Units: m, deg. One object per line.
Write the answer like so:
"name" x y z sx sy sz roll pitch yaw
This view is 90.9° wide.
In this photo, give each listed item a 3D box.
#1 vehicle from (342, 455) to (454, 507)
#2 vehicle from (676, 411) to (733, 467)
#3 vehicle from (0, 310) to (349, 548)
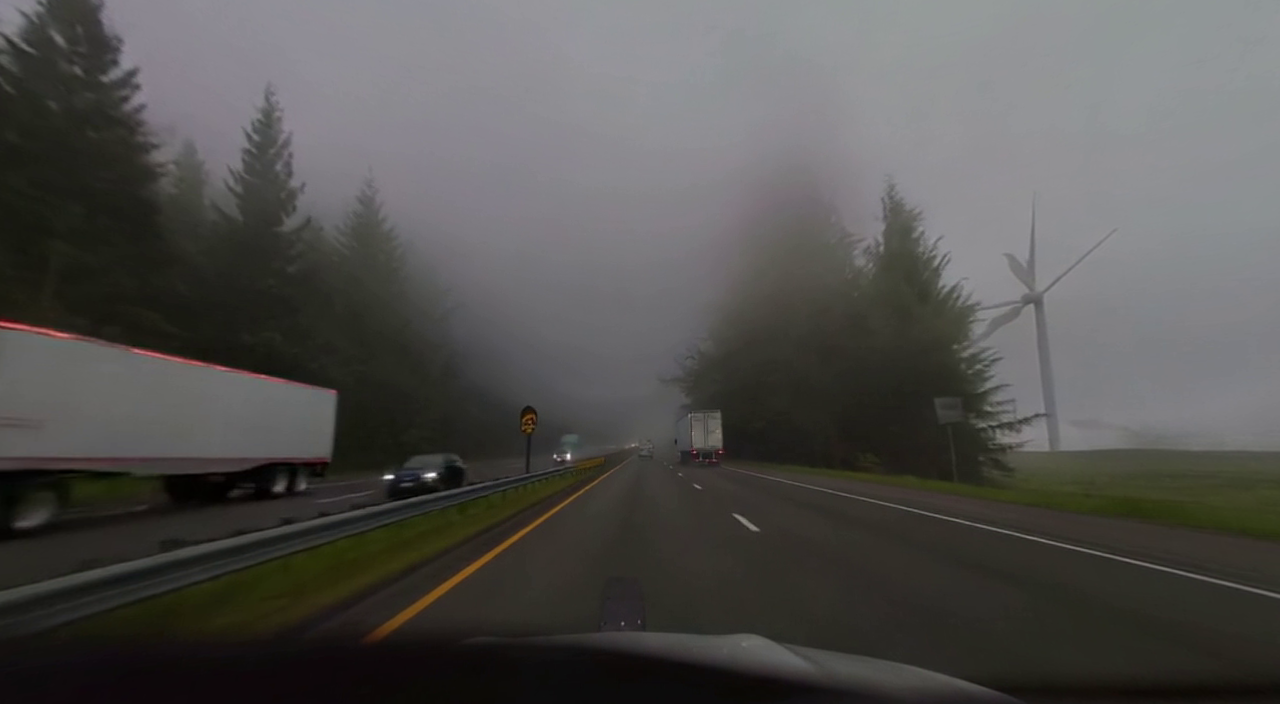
"vehicle" -7.641 4.096 20.375 2.005 1.485 3.893 0 -9 1
"vehicle" 4.428 6.327 45.233 2.903 3.602 9.351 0 -9 -1
"vehicle" -12.559 2.210 16.445 2.916 4.112 14.233 0 -9 1
